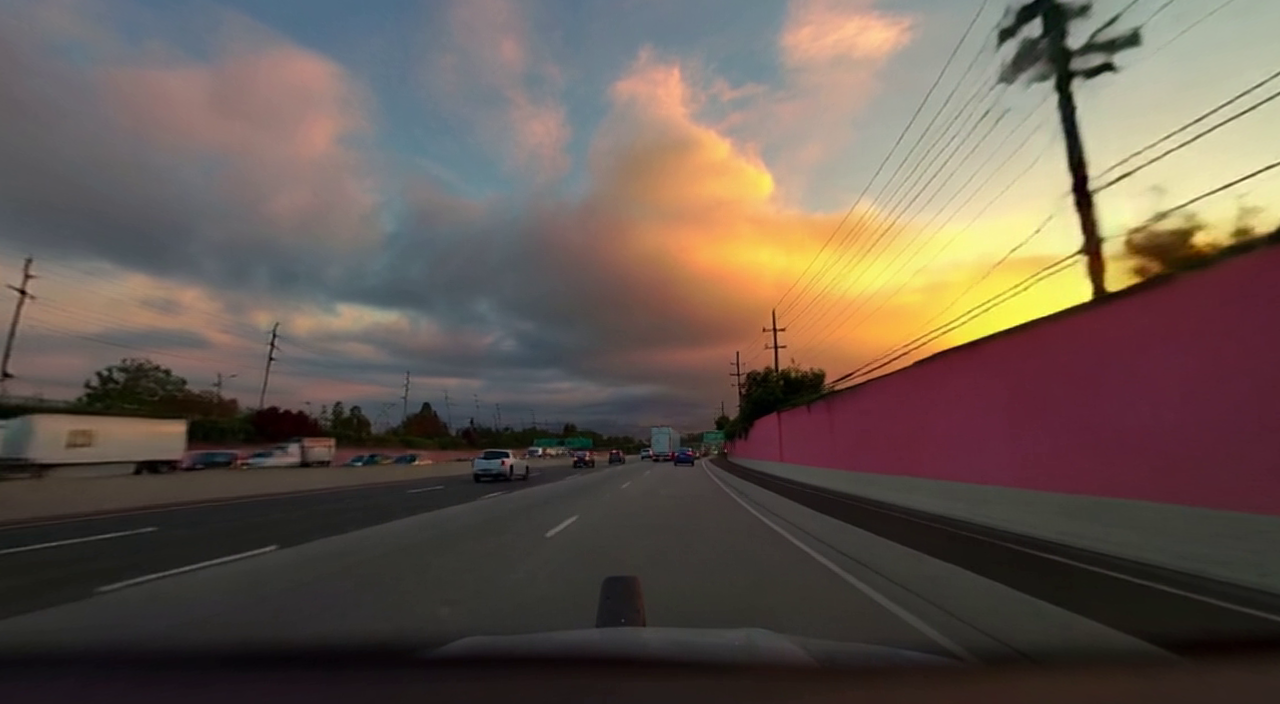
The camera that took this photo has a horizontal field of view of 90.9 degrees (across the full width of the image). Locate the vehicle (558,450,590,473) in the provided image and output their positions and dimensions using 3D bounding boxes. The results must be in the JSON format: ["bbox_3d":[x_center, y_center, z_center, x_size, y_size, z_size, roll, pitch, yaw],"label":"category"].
[{"bbox_3d":[-4.559,7.558,43.644,1.708,1.489,2.840,-1,-9,4],"label":"vehicle"}]

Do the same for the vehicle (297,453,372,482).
[{"bbox_3d":[-20.989,7.934,43.573,2.076,1.824,5.373,-1,-9,5],"label":"vehicle"}]

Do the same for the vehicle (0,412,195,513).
[{"bbox_3d":[-22.323,4.212,24.456,2.878,3.290,9.214,-1,-9,3],"label":"vehicle"}]

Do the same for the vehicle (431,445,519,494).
[{"bbox_3d":[-5.796,4.163,22.679,1.966,1.565,3.766,-1,-9,3],"label":"vehicle"}]

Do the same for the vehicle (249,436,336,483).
[{"bbox_3d":[-24.808,7.656,45.290,2.499,3.087,5.698,-1,-9,6],"label":"vehicle"}]

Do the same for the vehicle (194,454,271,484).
[{"bbox_3d":[-29.648,8.482,46.094,2.067,1.971,4.827,-1,-9,6],"label":"vehicle"}]
